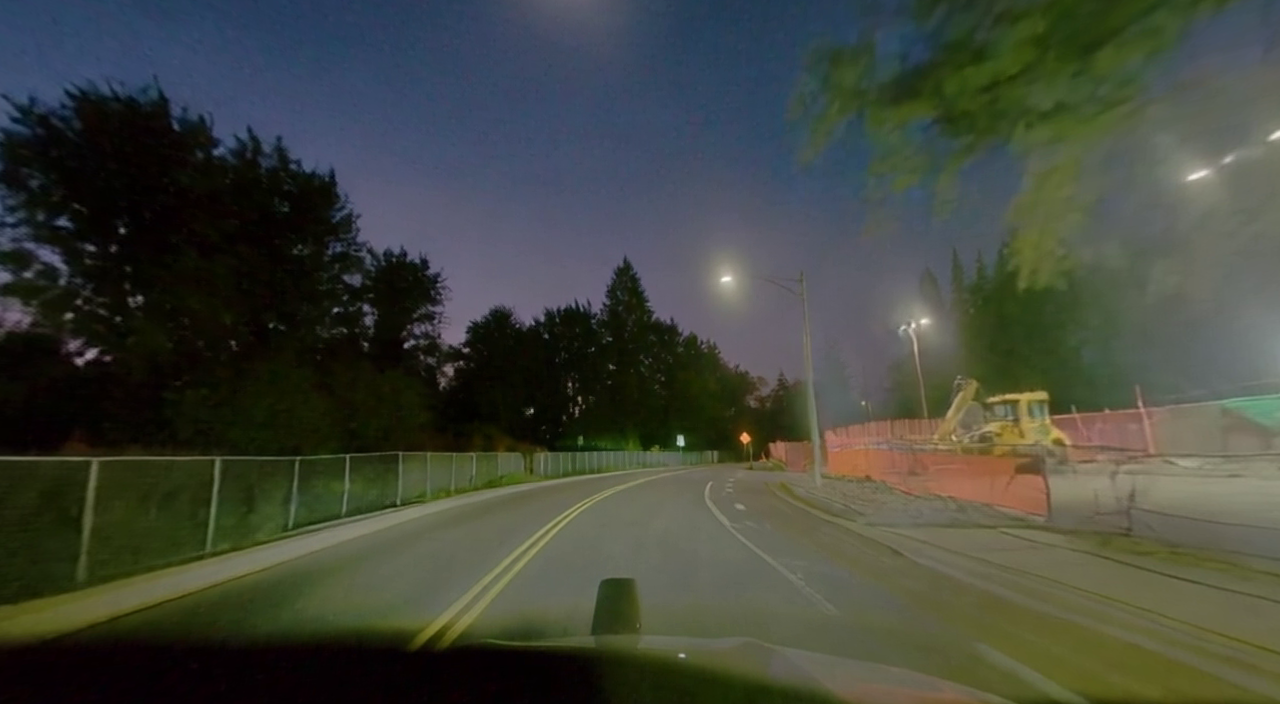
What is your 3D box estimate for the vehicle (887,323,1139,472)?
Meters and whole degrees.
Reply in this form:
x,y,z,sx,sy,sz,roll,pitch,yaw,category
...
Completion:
x,y,z,sx,sy,sz,roll,pitch,yaw,category
11.222,1.892,20.892,2.984,3.691,10.409,-1,-9,6,vehicle
